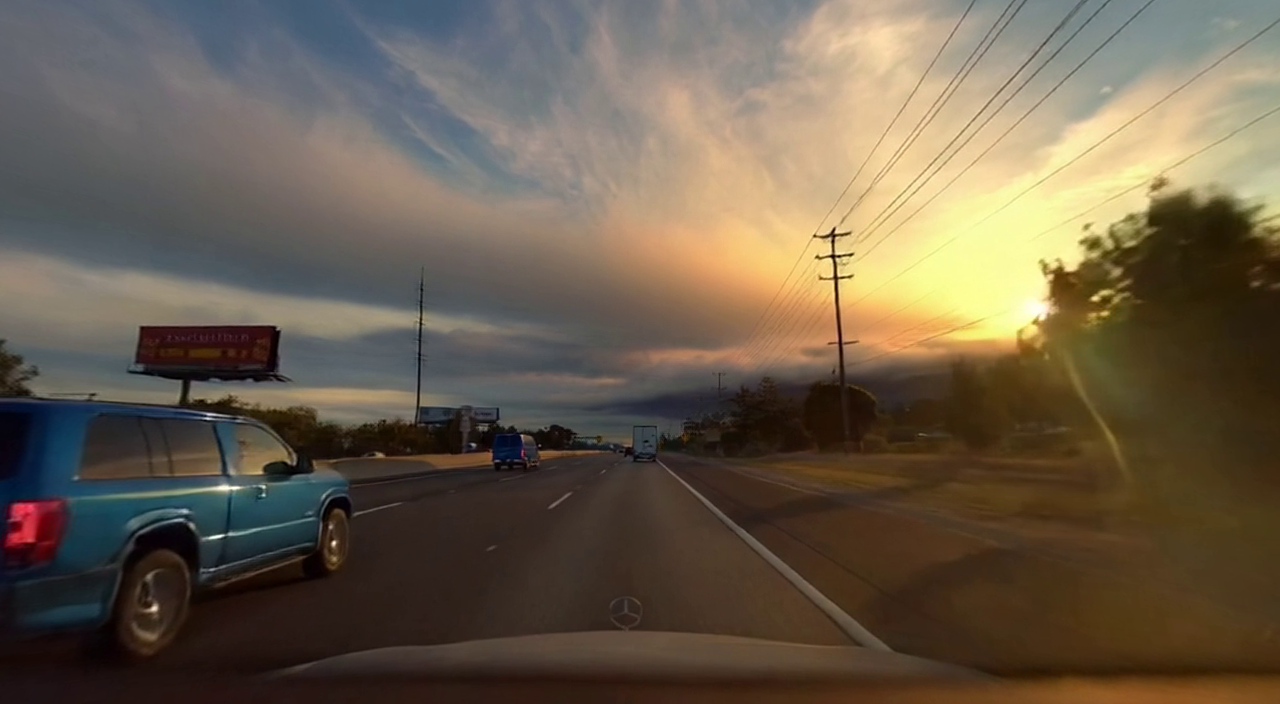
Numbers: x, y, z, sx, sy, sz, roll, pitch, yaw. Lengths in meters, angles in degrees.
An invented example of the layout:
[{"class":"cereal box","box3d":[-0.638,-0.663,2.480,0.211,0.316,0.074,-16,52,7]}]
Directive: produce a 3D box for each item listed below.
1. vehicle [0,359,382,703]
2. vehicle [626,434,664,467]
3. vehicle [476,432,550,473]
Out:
[{"class":"vehicle","box3d":[-4.025,1.181,4.703,2.145,1.730,4.729,0,-9,0]},{"class":"vehicle","box3d":[0.336,7.359,46.902,2.692,2.279,5.695,0,-9,0]},{"class":"vehicle","box3d":[-7.032,5.708,35.754,2.695,2.084,6.836,0,-9,1]}]
